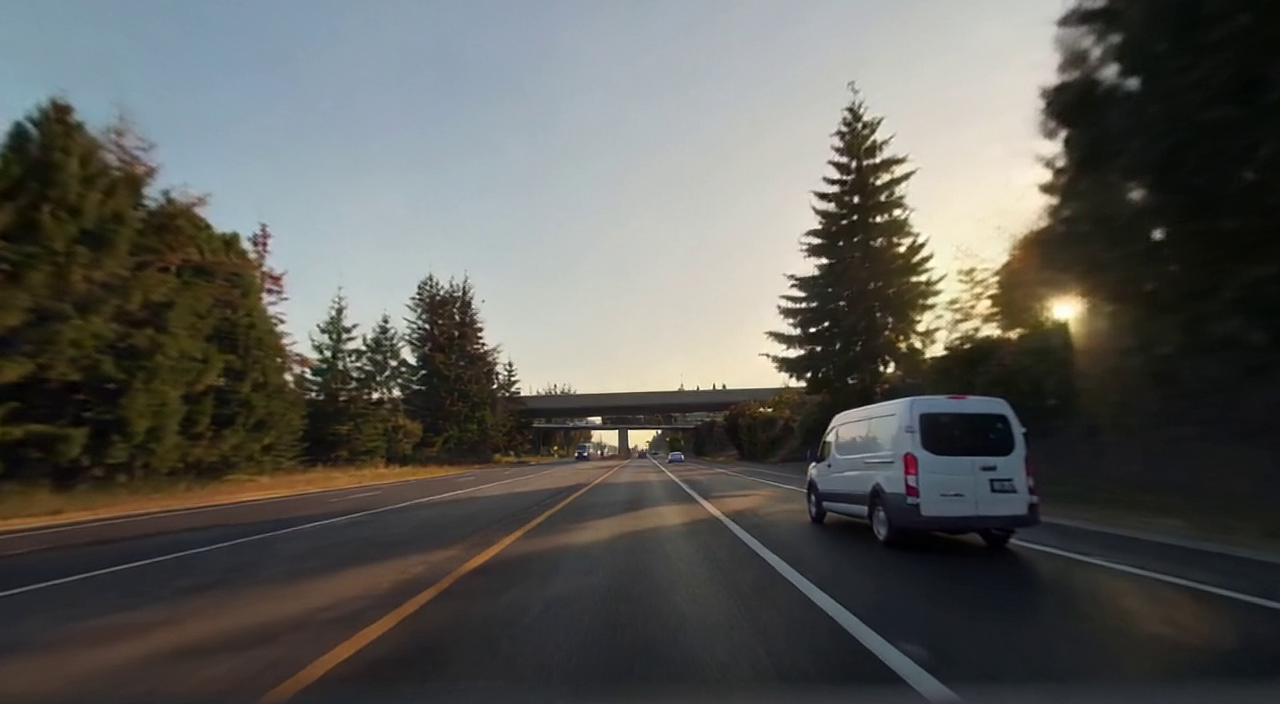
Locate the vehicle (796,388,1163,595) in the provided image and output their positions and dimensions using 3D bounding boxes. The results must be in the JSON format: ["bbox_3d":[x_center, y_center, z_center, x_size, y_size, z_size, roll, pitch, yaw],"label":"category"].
[{"bbox_3d":[3.978,1.773,8.900,2.152,1.998,5.380,0,-9,0],"label":"vehicle"}]
